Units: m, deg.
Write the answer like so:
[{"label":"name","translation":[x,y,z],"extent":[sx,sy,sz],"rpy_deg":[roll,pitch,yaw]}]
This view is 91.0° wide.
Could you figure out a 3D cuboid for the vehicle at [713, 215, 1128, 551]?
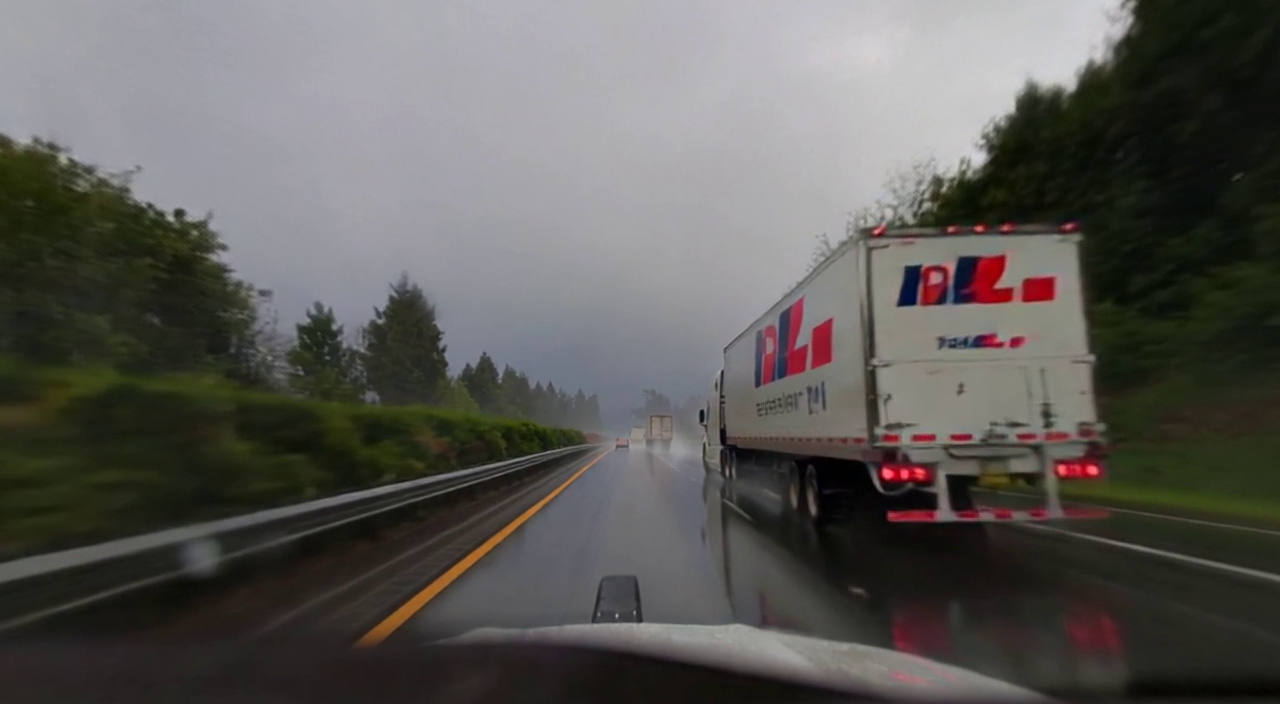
[{"label":"vehicle","translation":[4.124,1.291,14.650],"extent":[2.871,4.072,14.183],"rpy_deg":[0,-8,-1]}]
